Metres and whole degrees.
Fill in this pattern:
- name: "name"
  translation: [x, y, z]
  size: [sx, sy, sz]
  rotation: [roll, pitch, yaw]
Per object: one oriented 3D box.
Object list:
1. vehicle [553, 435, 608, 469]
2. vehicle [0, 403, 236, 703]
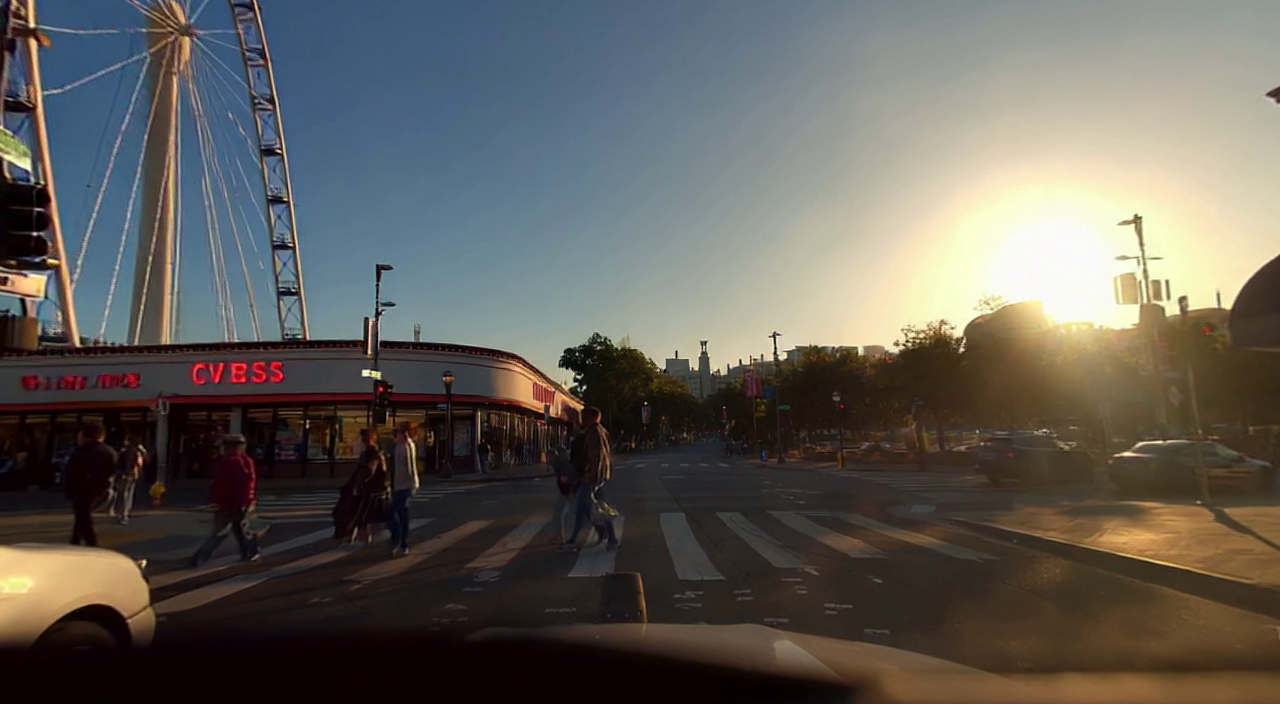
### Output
- name: "vehicle"
  translation: [-3.881, 6.356, 40.262]
  size: [2.549, 2.000, 5.699]
  rotation: [2, -9, -15]
- name: "vehicle"
  translation: [-3.371, 0.784, 1.181]
  size: [1.940, 1.505, 4.676]
  rotation: [-1, -9, 3]
